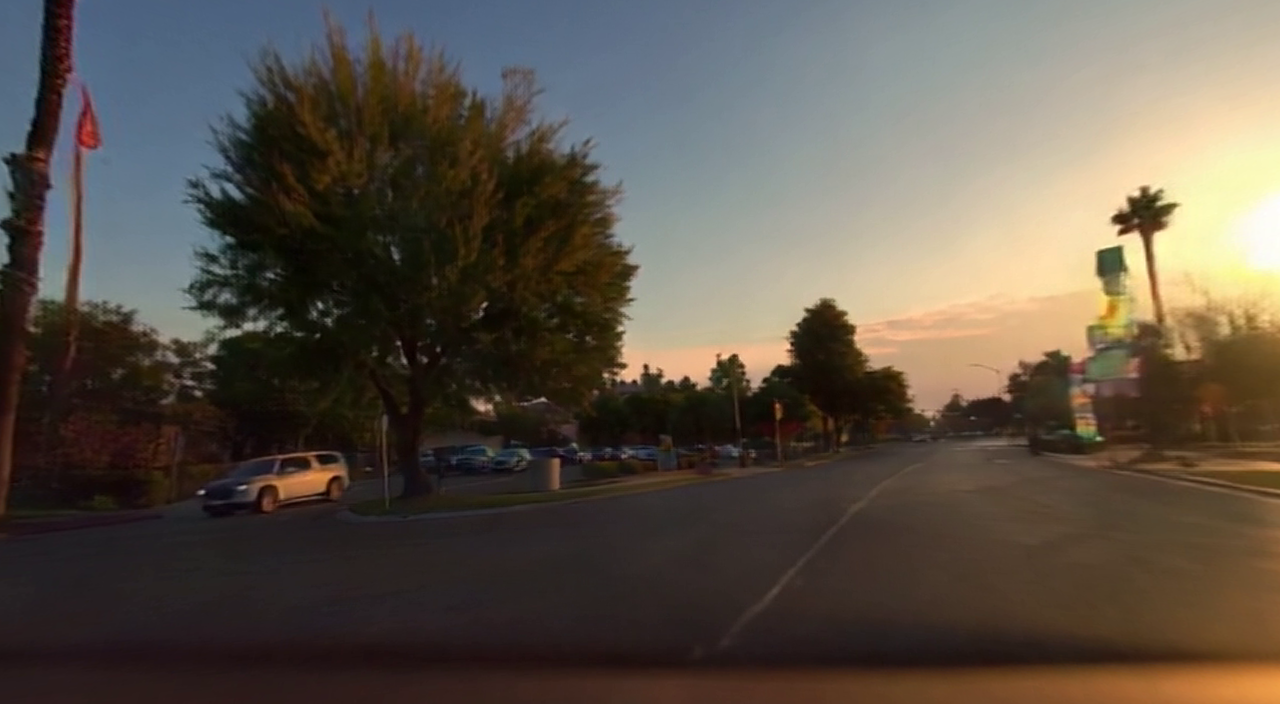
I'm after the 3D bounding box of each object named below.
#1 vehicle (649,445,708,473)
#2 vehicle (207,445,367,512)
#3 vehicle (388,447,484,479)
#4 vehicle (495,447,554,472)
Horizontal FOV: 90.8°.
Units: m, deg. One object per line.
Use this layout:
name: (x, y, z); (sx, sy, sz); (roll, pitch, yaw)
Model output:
vehicle: (2.619, 7.201, 42.631); (3.635, 1.521, 1.726); (1, -5, 19)
vehicle: (-11.070, 3.955, 20.332); (2.174, 1.863, 4.651); (0, -9, 4)
vehicle: (-12.164, 6.572, 37.662); (5.193, 1.830, 2.049); (-3, -9, 20)
vehicle: (-8.670, 8.047, 47.624); (3.928, 1.784, 1.895); (-3, -9, 21)
